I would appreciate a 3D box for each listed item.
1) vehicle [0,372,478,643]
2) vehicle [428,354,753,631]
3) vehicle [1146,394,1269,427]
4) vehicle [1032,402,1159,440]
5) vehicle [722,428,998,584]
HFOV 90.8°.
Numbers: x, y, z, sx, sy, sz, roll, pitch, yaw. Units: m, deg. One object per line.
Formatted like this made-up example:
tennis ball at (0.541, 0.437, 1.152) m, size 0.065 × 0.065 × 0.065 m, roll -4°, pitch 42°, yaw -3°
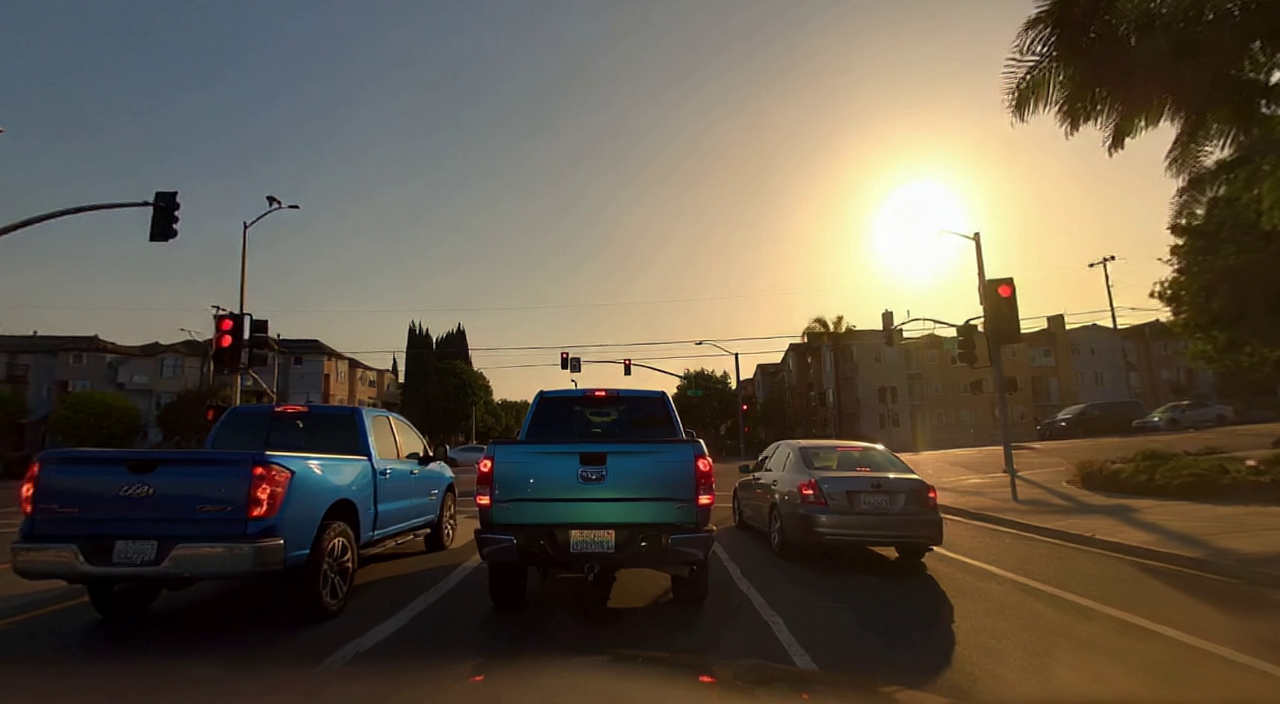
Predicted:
vehicle at (-3.464, 1.431, 6.944) m, size 2.146 × 1.828 × 5.148 m, roll 0°, pitch -9°, yaw -2°
vehicle at (-0.376, 1.312, 6.767) m, size 2.282 × 1.964 × 4.421 m, roll 0°, pitch -9°, yaw -1°
vehicle at (29.275, 3.049, 32.685) m, size 4.540 × 1.543 × 1.803 m, roll 0°, pitch -9°, yaw 1°
vehicle at (23.299, 3.592, 32.488) m, size 4.721 × 1.866 × 2.188 m, roll 0°, pitch -9°, yaw 2°
vehicle at (2.405, 1.815, 8.317) m, size 2.016 × 1.481 × 4.336 m, roll 0°, pitch -9°, yaw -1°
